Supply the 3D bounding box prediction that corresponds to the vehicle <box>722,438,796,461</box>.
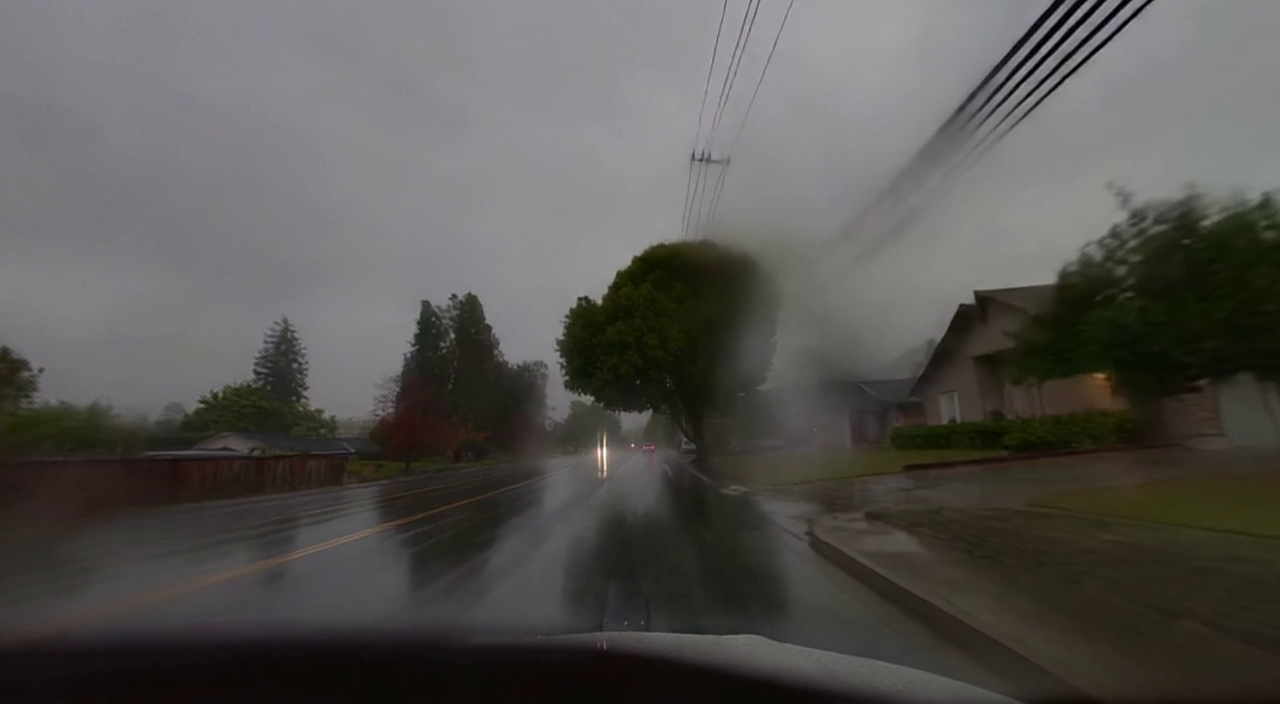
[{"bbox_3d":[8.192,6.765,43.737,4.719,1.556,1.869,0,-9,0],"label":"vehicle"}]
